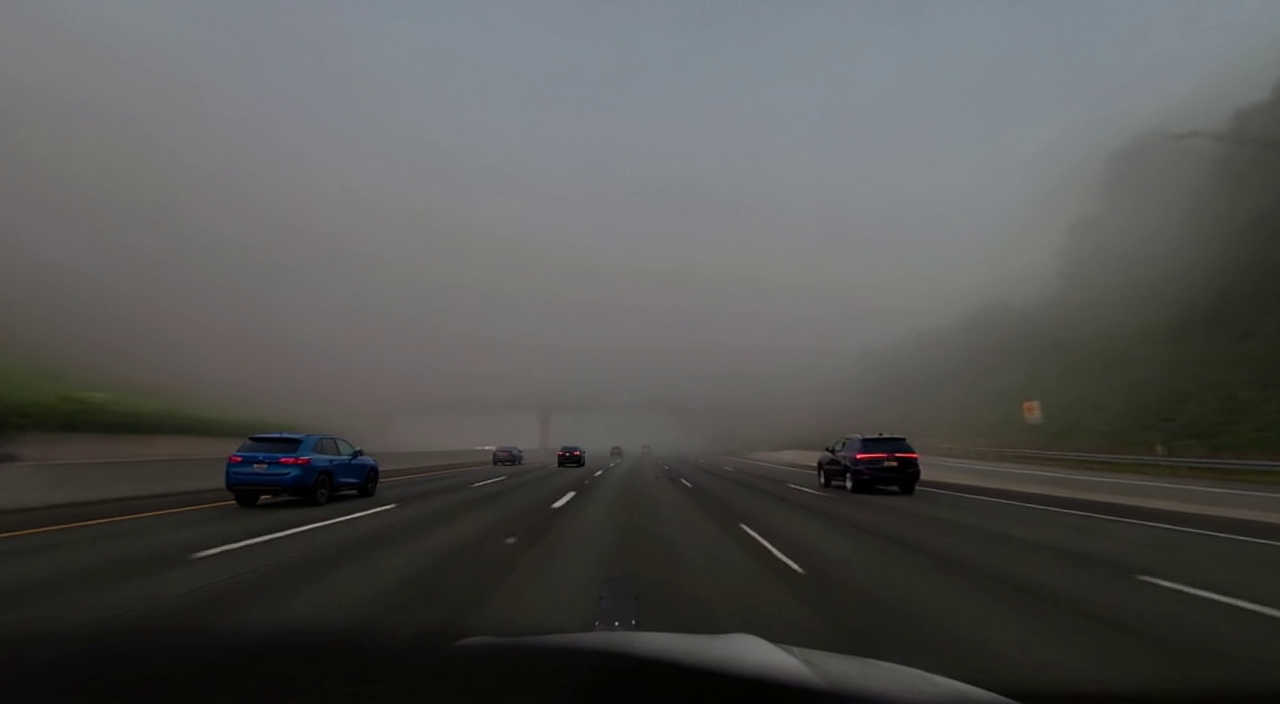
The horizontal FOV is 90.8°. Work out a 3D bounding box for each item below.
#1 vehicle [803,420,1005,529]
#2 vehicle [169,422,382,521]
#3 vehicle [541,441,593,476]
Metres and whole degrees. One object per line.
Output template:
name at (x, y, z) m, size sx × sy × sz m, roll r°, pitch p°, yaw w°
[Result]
vehicle at (4.768, 2.284, 12.323) m, size 1.950 × 1.719 × 4.545 m, roll 0°, pitch -9°, yaw 0°
vehicle at (-7.130, 2.374, 12.994) m, size 1.860 × 1.694 × 4.173 m, roll 0°, pitch -9°, yaw 0°
vehicle at (-3.378, 5.055, 30.174) m, size 1.925 × 1.509 × 4.363 m, roll 0°, pitch -9°, yaw 0°
